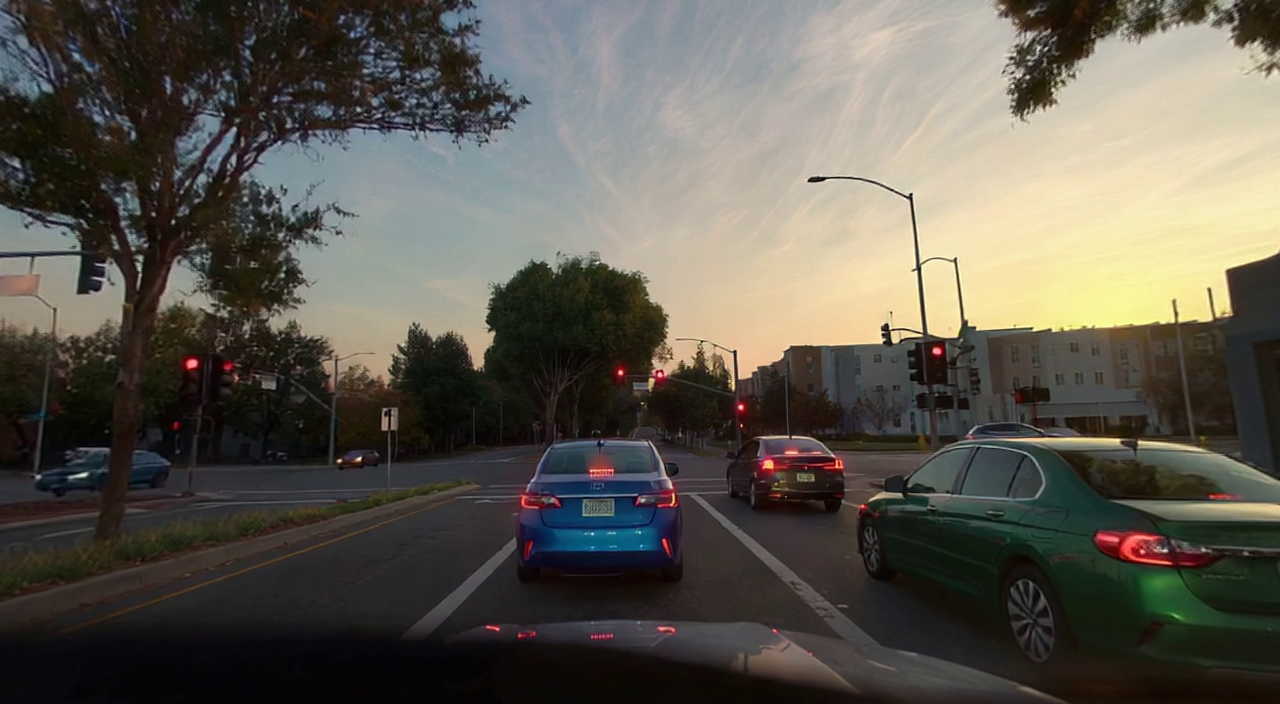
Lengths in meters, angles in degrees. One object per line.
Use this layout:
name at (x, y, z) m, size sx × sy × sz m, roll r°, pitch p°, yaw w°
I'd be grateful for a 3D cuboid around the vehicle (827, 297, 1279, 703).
vehicle at (3.580, 1.096, 5.070) m, size 2.572 × 1.945 × 5.065 m, roll 0°, pitch -8°, yaw 0°

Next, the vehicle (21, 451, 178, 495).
vehicle at (-21.552, 4.804, 25.536) m, size 2.091 × 1.534 × 4.846 m, roll 0°, pitch -8°, yaw 0°

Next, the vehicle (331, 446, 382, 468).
vehicle at (-22.030, 8.156, 49.308) m, size 1.955 × 1.653 × 4.245 m, roll 0°, pitch -8°, yaw 1°

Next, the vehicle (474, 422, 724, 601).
vehicle at (-0.370, 1.655, 7.413) m, size 2.143 × 1.520 × 3.848 m, roll 0°, pitch -8°, yaw -1°

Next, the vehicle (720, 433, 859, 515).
vehicle at (3.153, 2.682, 14.431) m, size 2.026 × 1.549 × 4.559 m, roll 0°, pitch -8°, yaw -1°
